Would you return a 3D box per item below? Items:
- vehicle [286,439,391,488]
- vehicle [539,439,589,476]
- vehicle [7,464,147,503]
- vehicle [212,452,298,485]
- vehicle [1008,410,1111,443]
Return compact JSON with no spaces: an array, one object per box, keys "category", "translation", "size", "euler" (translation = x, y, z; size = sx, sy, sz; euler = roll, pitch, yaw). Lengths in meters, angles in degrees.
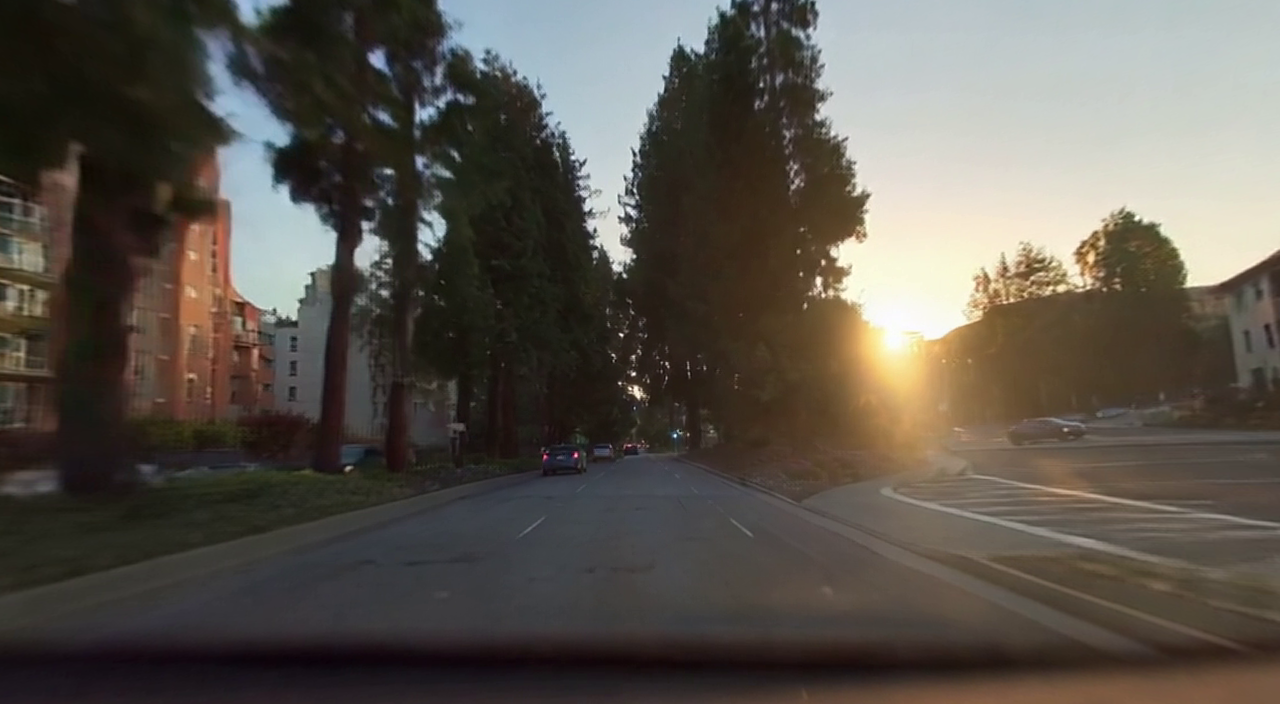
[{"category":"vehicle","translation":[-12.226,4.527,26.050],"size":[2.071,1.817,4.634],"euler":[0,-8,-1]},{"category":"vehicle","translation":[-3.803,5.359,32.253],"size":[1.959,1.741,4.141],"euler":[-1,-8,1]},{"category":"vehicle","translation":[-26.304,6.116,29.685],"size":[1.812,1.507,4.428],"euler":[-5,-10,30]},{"category":"vehicle","translation":[-23.163,7.008,38.265],"size":[2.059,1.783,4.824],"euler":[-1,-8,1]},{"category":"vehicle","translation":[25.098,4.566,38.148],"size":[2.195,1.814,5.872],"euler":[-1,-8,0]}]
